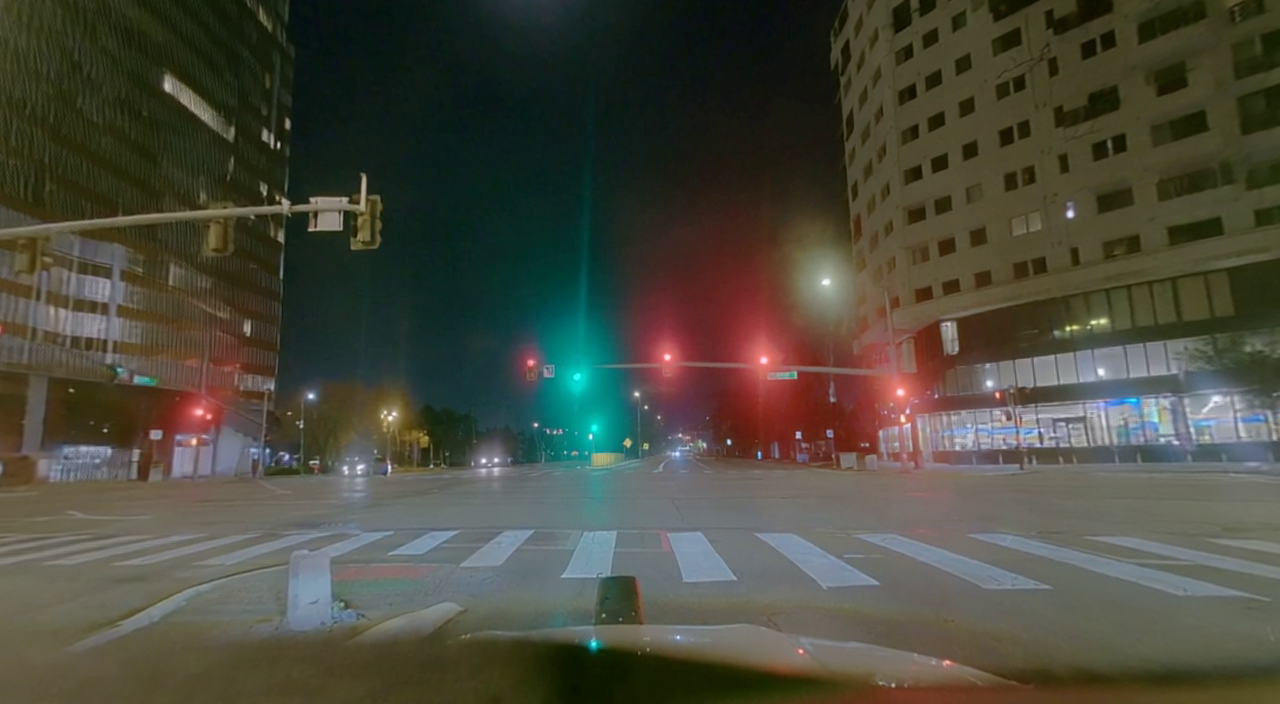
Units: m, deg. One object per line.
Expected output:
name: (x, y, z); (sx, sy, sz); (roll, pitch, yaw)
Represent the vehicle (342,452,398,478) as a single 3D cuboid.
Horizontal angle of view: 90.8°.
vehicle: (-18.830, 7.854, 44.255); (1.933, 1.664, 4.255); (0, -9, 1)
